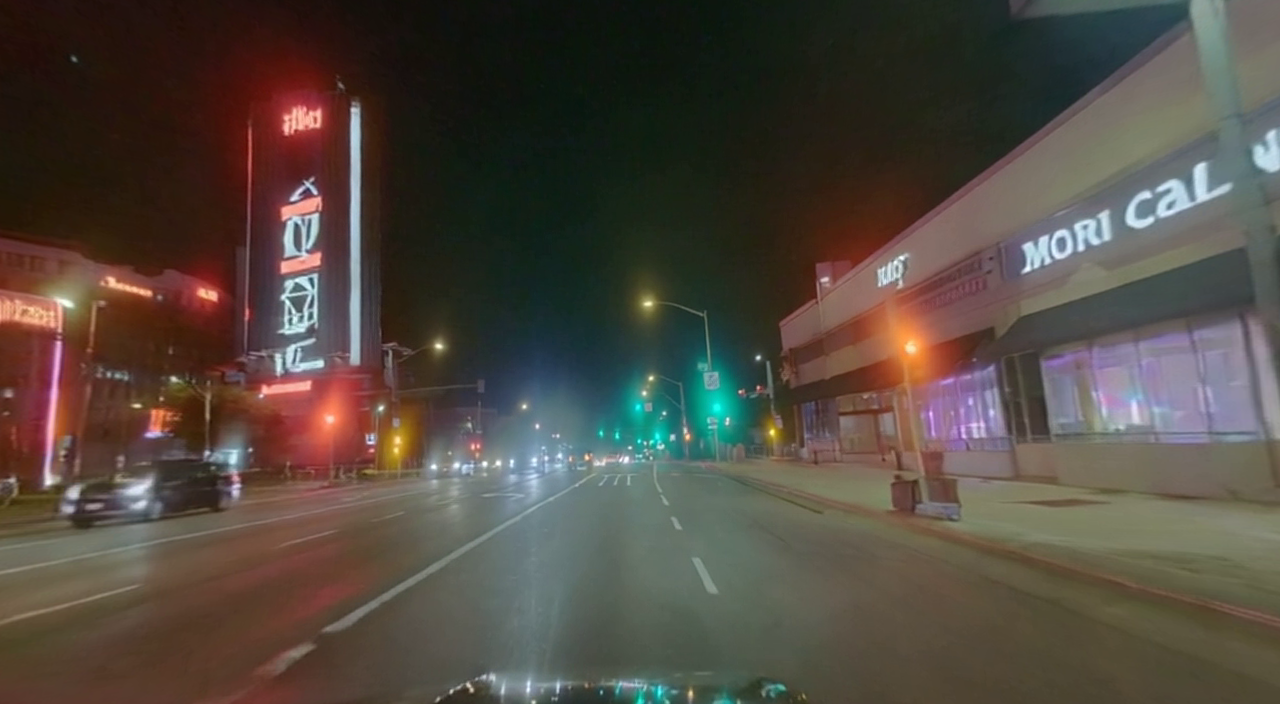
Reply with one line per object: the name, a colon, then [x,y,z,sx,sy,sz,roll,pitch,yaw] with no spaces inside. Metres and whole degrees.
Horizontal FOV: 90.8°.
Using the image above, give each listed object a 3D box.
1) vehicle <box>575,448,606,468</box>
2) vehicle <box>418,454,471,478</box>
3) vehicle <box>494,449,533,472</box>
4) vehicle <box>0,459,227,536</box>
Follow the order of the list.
vehicle: [-3.722,7.983,47.842,1.962,1.420,4.021,-1,-9,1]
vehicle: [-13.019,7.599,42.348,1.949,1.481,4.746,0,-9,1]
vehicle: [-9.681,8.341,48.799,2.010,1.615,4.536,-1,-9,1]
vehicle: [-12.469,3.423,15.413,1.876,1.530,4.198,0,-9,0]
